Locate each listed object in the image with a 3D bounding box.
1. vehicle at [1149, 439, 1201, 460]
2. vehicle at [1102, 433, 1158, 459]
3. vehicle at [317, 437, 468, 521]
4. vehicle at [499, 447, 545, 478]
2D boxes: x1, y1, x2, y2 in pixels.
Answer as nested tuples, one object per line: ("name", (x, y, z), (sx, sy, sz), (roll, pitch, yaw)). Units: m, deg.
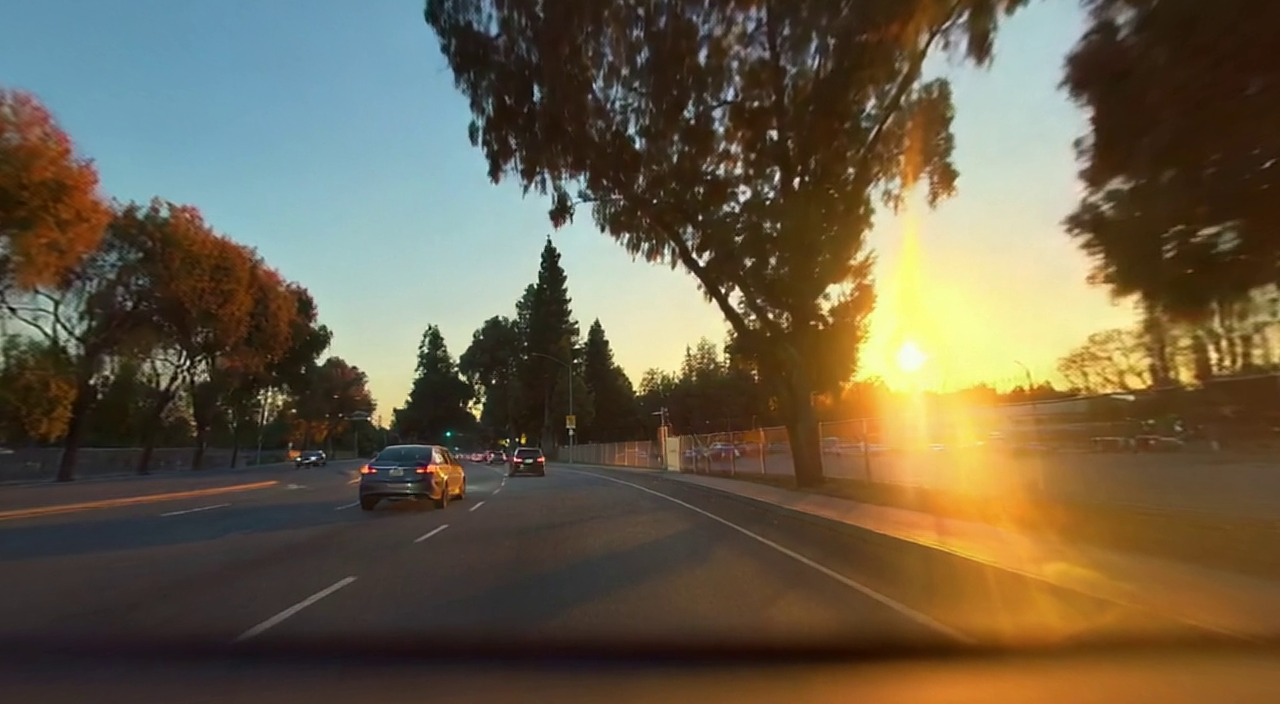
("vehicle", (39.137, 7.128, 46.293), (1.742, 1.451, 3.900), (-4, -9, 23))
("vehicle", (36.645, 7.062, 47.432), (2.141, 1.842, 5.582), (-4, -9, 26))
("vehicle", (-5.674, 2.937, 15.217), (2.105, 1.676, 4.541), (0, -8, -5))
("vehicle", (-6.034, 5.653, 32.583), (2.147, 1.474, 4.083), (1, -9, -9))
